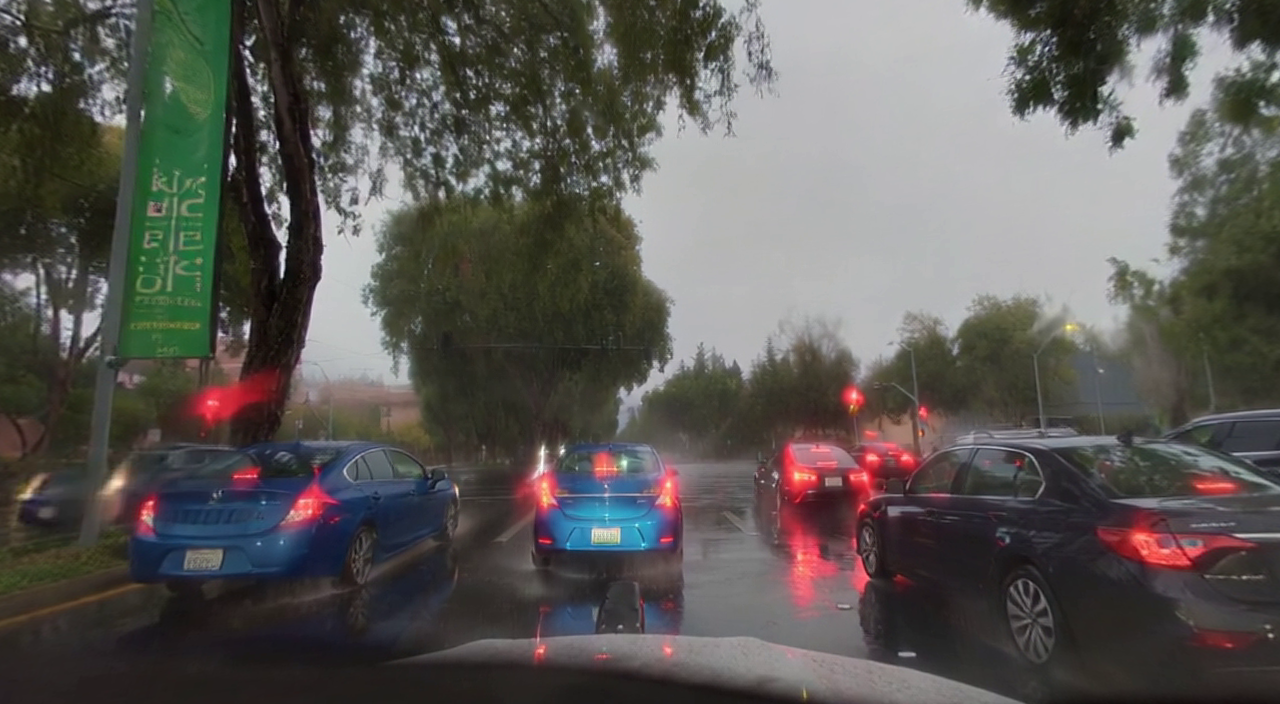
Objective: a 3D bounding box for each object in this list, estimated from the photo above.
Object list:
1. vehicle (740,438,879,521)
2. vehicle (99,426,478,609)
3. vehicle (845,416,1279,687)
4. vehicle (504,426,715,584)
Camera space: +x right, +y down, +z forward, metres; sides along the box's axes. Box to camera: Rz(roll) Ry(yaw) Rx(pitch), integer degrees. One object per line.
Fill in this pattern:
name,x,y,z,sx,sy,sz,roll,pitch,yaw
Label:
vehicle,3.397,2.614,13.492,1.852,1.498,3.825,0,-9,-1
vehicle,-3.372,1.653,7.224,1.929,1.457,4.136,0,-9,0
vehicle,3.607,1.434,5.769,1.953,1.471,4.470,0,-9,0
vehicle,-0.310,1.732,7.881,1.994,1.479,3.647,0,-9,-1
